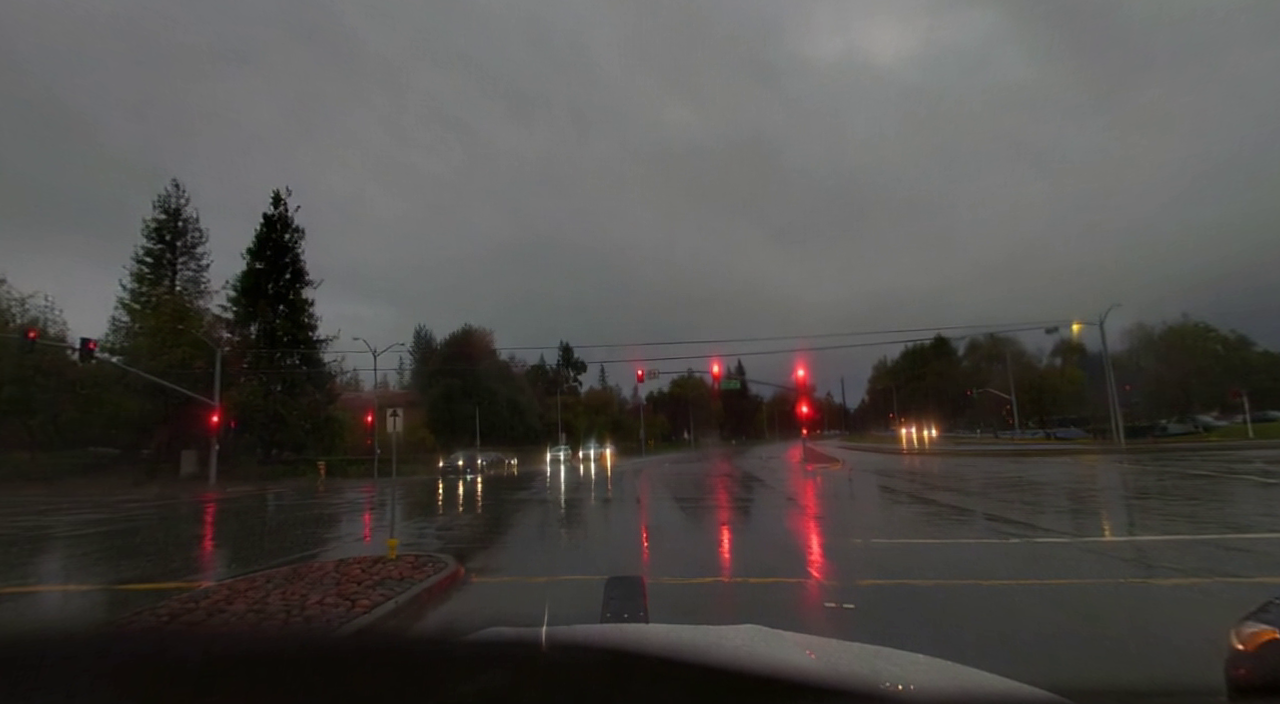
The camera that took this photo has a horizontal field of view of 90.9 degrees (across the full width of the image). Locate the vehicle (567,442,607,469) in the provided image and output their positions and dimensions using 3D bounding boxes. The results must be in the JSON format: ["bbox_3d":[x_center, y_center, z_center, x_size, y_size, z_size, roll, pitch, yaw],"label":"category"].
[{"bbox_3d":[-3.595,7.143,43.633,2.215,1.732,4.684,-1,-9,2],"label":"vehicle"}]

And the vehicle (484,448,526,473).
[{"bbox_3d":[-9.793,7.843,45.936,2.064,1.725,4.243,0,-9,1],"label":"vehicle"}]

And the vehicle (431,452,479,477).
[{"bbox_3d":[-13.421,8.166,45.972,2.101,1.637,4.304,0,-9,1],"label":"vehicle"}]

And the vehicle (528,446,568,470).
[{"bbox_3d":[-6.567,7.617,45.494,2.126,1.657,4.307,-1,-9,2],"label":"vehicle"}]

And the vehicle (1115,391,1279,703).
[{"bbox_3d":[3.046,0.621,0.427,1.978,1.468,4.544,0,-9,2],"label":"vehicle"}]
